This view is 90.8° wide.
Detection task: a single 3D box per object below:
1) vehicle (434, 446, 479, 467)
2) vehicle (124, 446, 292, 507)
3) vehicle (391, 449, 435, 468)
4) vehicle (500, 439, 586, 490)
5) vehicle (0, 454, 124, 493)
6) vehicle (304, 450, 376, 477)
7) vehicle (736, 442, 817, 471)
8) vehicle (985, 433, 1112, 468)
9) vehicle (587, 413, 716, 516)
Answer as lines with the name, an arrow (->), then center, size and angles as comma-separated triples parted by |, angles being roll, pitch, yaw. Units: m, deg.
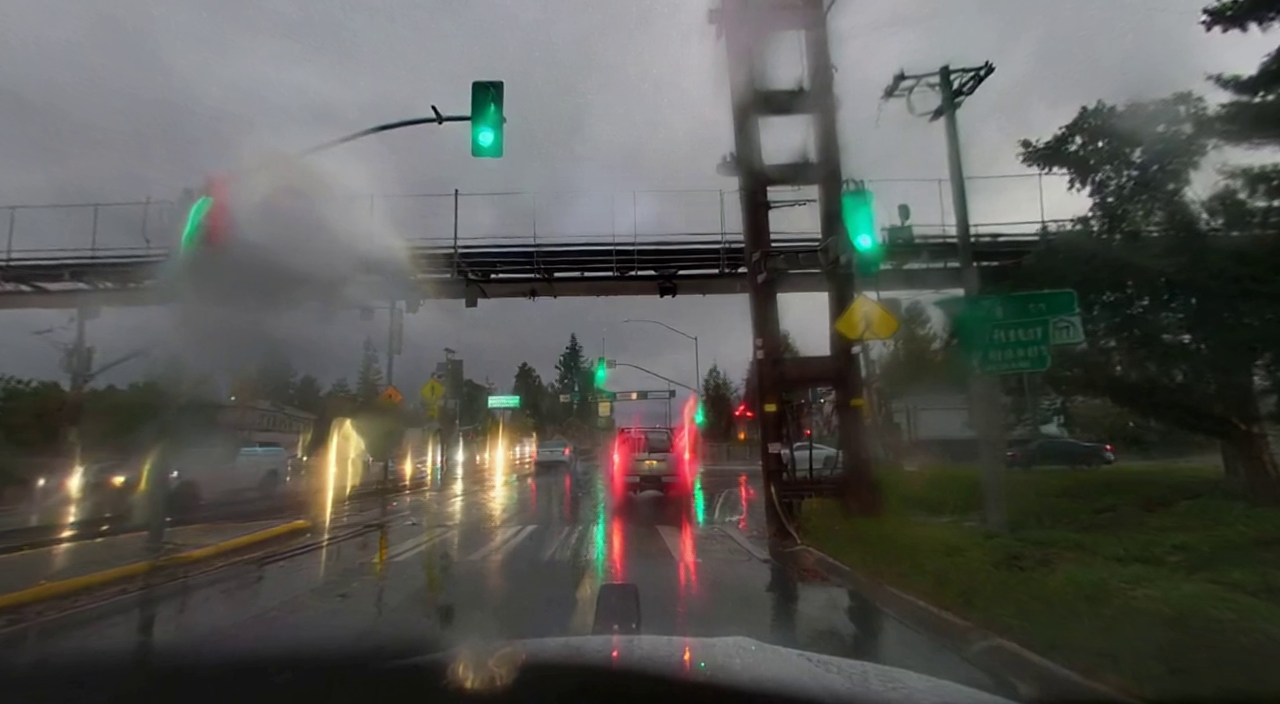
vehicle -> -13.497, 7.708, 46.787 | 2.027, 1.482, 4.711 | 0, -9, -1
vehicle -> -12.853, 3.696, 19.276 | 1.945, 1.590, 4.651 | 0, -9, -2
vehicle -> -17.498, 8.222, 48.877 | 1.880, 1.377, 4.201 | 0, -9, -1
vehicle -> -3.079, 3.698, 21.084 | 2.004, 1.482, 4.799 | 0, -9, 1
vehicle -> -32.823, 6.748, 35.252 | 6.105, 1.989, 2.432 | -1, -8, 5
vehicle -> -17.261, 6.394, 36.575 | 1.964, 1.465, 4.638 | 0, -9, -1
vehicle -> 7.722, 5.850, 35.598 | 4.412, 1.494, 2.136 | 7, -11, -39
vehicle -> 23.748, 5.742, 36.837 | 5.980, 1.933, 2.401 | 1, -9, -8
vehicle -> 0.286, 2.511, 14.546 | 2.404, 1.926, 5.251 | 0, -9, 2
